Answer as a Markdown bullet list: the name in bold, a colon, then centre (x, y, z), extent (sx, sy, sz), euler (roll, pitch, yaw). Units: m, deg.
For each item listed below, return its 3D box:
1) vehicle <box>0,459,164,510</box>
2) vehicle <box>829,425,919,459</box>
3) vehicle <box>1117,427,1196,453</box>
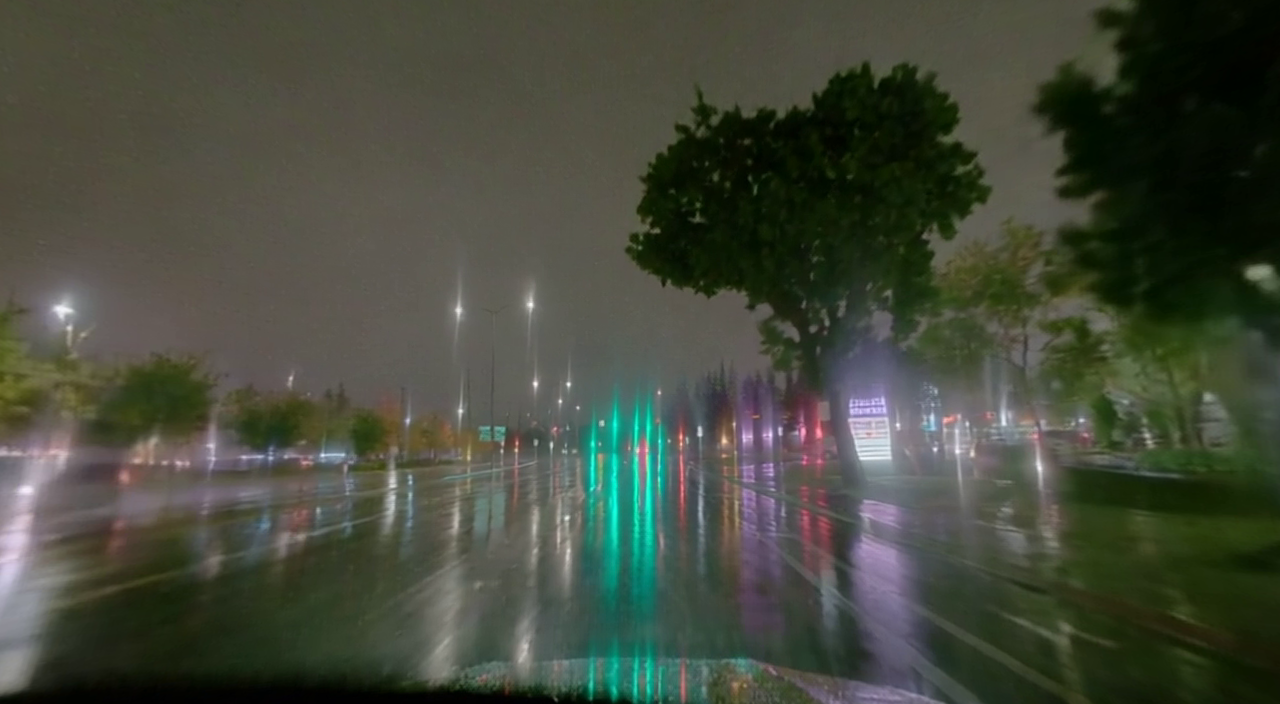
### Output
- **vehicle**: centre (-19.041, 4.468, 21.716), extent (1.825, 1.457, 4.454), euler (0, -9, 0)
- **vehicle**: centre (13.734, 5.327, 37.246), extent (4.514, 1.929, 1.991), euler (1, -9, -4)
- **vehicle**: centre (33.086, 5.698, 40.619), extent (1.780, 1.456, 4.390), euler (-6, -10, 8)
